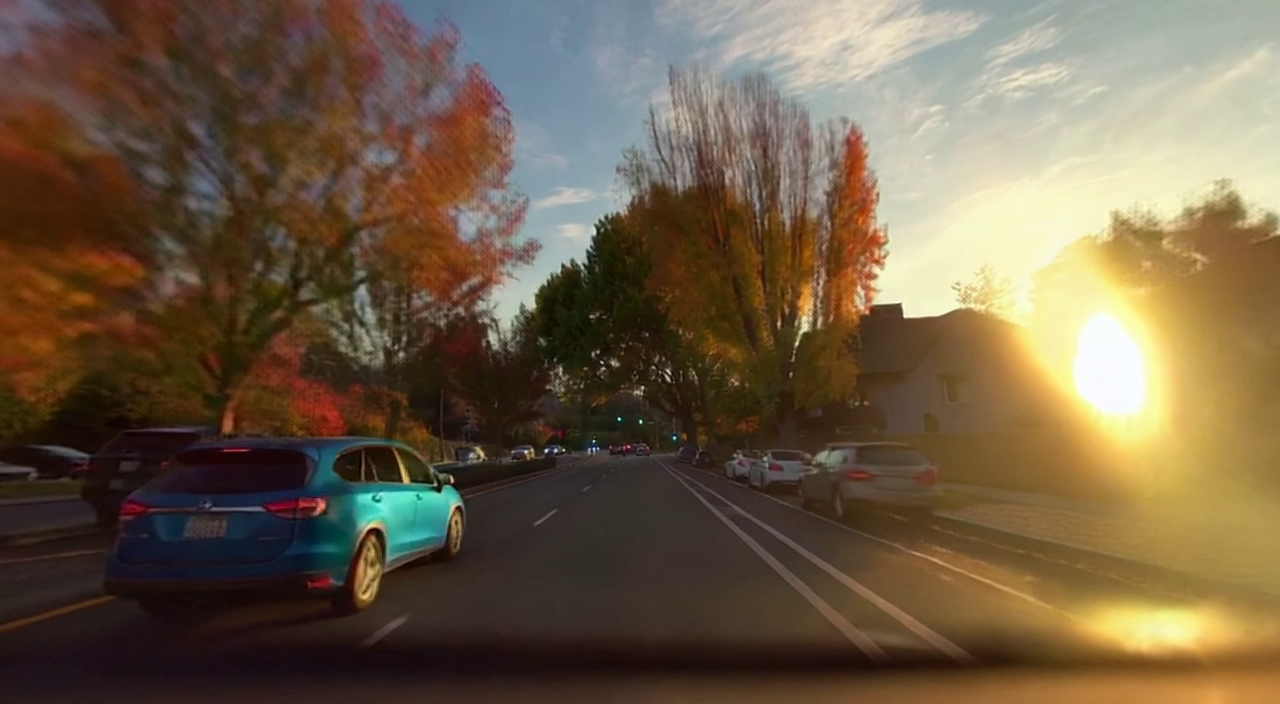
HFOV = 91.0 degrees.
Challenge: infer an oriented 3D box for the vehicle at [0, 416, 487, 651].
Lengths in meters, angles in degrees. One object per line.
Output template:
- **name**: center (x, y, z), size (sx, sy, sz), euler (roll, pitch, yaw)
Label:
- **vehicle**: center (-3.135, 1.503, 6.339), size (1.982, 1.478, 4.465), euler (0, -9, 1)

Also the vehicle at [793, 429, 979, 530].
- **vehicle**: center (4.744, 2.517, 13.001), size (2.014, 1.700, 4.369), euler (0, -9, -1)

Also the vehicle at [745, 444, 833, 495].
- **vehicle**: center (4.867, 3.898, 21.282), size (1.889, 1.491, 4.614), euler (0, -9, 0)

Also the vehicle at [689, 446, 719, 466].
- **vehicle**: center (4.900, 7.997, 48.569), size (1.955, 1.499, 4.536), euler (0, -9, 2)
